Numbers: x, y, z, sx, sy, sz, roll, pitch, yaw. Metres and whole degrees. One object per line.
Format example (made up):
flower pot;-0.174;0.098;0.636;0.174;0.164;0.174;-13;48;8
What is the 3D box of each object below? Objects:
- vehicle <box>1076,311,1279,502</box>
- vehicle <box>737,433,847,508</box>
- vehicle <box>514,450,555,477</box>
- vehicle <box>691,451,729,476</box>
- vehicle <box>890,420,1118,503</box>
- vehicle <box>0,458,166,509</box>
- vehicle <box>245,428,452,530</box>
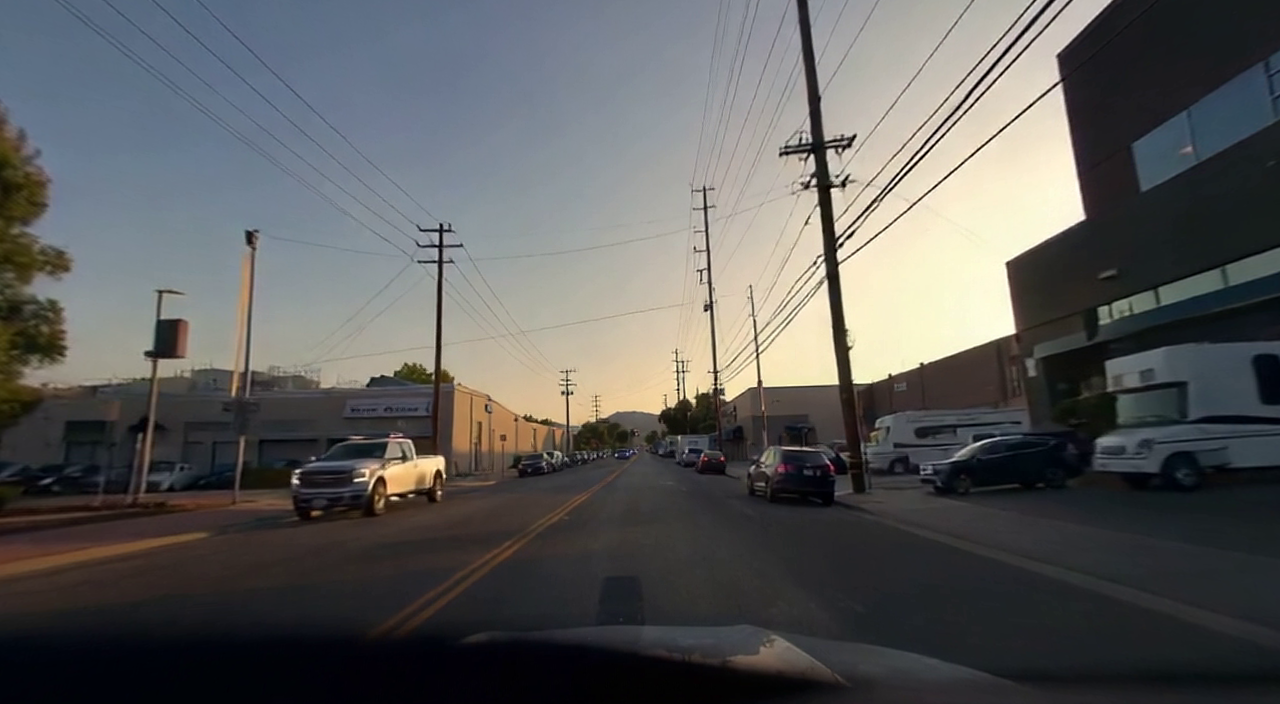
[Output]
vehicle;15.838;1.271;13.943;10.102;3.776;2.913;0;-9;-1
vehicle;4.284;3.425;18.680;2.087;1.892;4.579;0;-9;0
vehicle;-7.524;8.009;45.517;2.194;1.775;4.482;0;-9;-1
vehicle;4.501;7.212;41.066;1.919;1.453;4.425;0;-9;0
vehicle;9.745;2.955;17.257;4.825;1.878;2.050;-3;-9;0
vehicle;-19.543;4.534;22.285;1.935;1.491;4.932;0;-9;-2
vehicle;-7.578;3.352;17.646;2.692;2.152;6.686;-2;-8;-1
